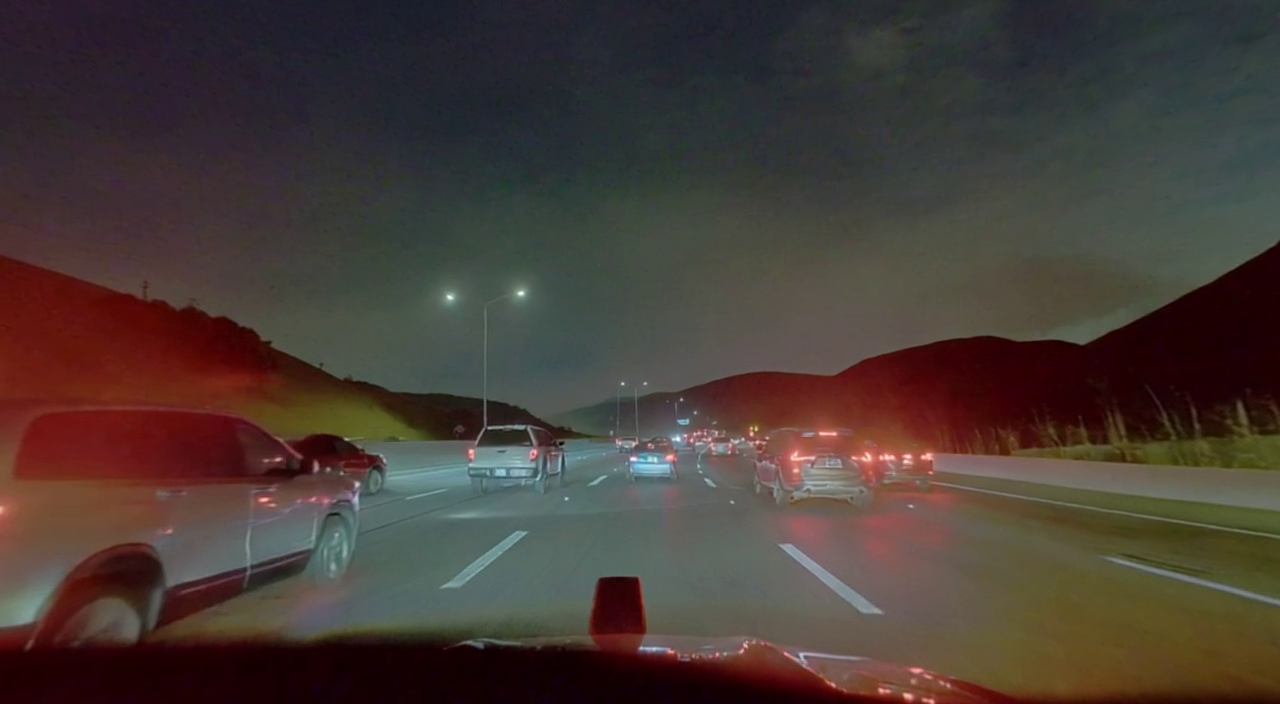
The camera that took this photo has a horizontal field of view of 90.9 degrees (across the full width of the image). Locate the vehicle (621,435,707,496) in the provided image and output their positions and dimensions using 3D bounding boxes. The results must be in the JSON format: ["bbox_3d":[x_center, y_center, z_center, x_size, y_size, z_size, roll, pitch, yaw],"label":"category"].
[{"bbox_3d":[0.651,3.105,17.721,2.105,1.471,4.349,0,-8,2],"label":"vehicle"}]

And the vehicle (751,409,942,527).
[{"bbox_3d":[3.512,2.079,11.823,2.046,1.765,4.534,0,-8,0],"label":"vehicle"}]

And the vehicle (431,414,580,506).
[{"bbox_3d":[-3.081,2.641,15.946,2.301,1.902,5.374,0,-8,3],"label":"vehicle"}]

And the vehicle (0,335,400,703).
[{"bbox_3d":[-3.594,1.041,4.152,2.179,1.723,4.410,0,-8,1],"label":"vehicle"}]
